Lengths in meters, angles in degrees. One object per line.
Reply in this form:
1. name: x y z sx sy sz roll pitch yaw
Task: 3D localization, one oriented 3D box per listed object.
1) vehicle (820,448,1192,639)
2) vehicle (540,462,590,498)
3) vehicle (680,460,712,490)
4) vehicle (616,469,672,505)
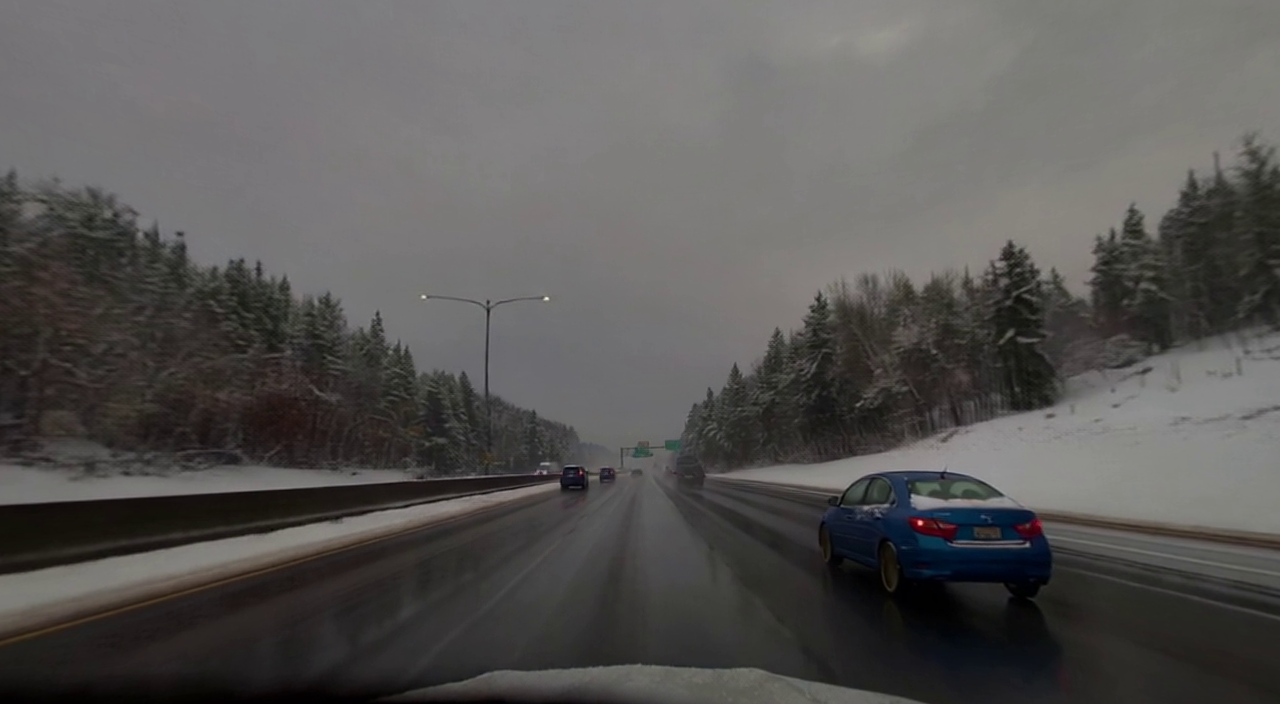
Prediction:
1. vehicle: 3.641 1.970 7.273 1.938 1.561 3.786 1 -10 -1
2. vehicle: -3.840 6.692 33.056 2.021 1.706 4.247 1 -10 1
3. vehicle: 4.243 9.423 48.526 2.030 2.172 3.621 1 -10 -2
4. vehicle: 0.188 5.837 27.542 2.241 1.425 3.973 1 -10 0
